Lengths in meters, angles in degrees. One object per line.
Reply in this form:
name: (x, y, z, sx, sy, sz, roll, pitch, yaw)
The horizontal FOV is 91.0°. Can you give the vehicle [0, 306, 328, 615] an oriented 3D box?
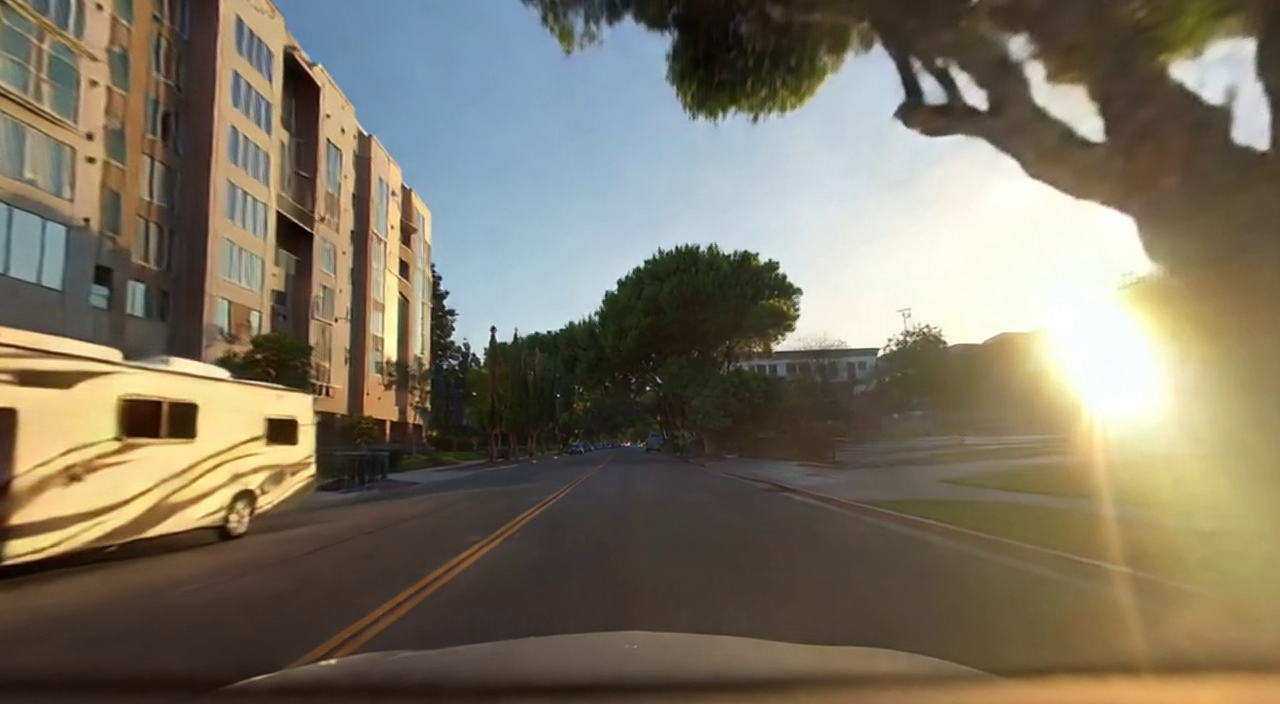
vehicle: (-7.435, 1.274, 7.963, 3.108, 2.771, 7.999, 1, -8, -2)
